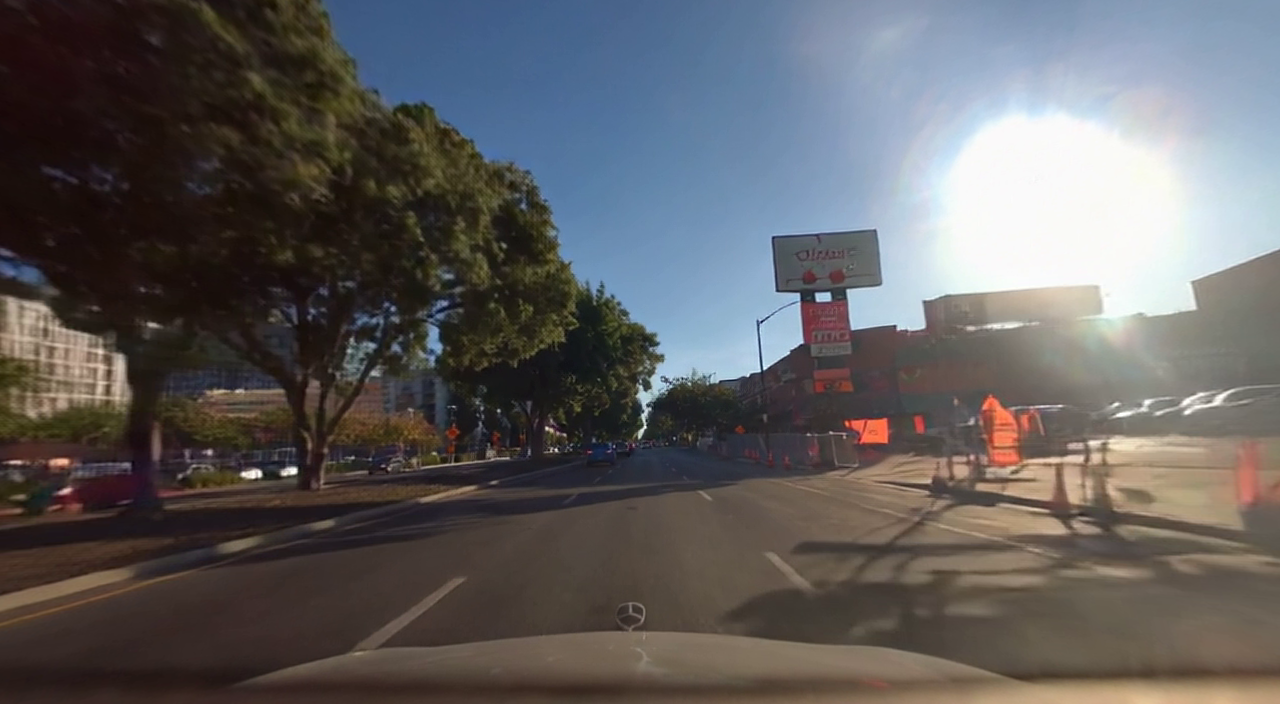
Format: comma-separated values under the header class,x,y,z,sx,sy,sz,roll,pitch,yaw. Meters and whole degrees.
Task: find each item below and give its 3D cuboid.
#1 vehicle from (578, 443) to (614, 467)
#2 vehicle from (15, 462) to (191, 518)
class,x,y,z,sx,sy,sz,roll,pitch,yaw
vehicle,-2.682,6.407,39.380,1.926,1.442,4.231,0,-8,0
vehicle,-17.961,4.590,21.473,1.948,1.535,4.600,0,-8,0
